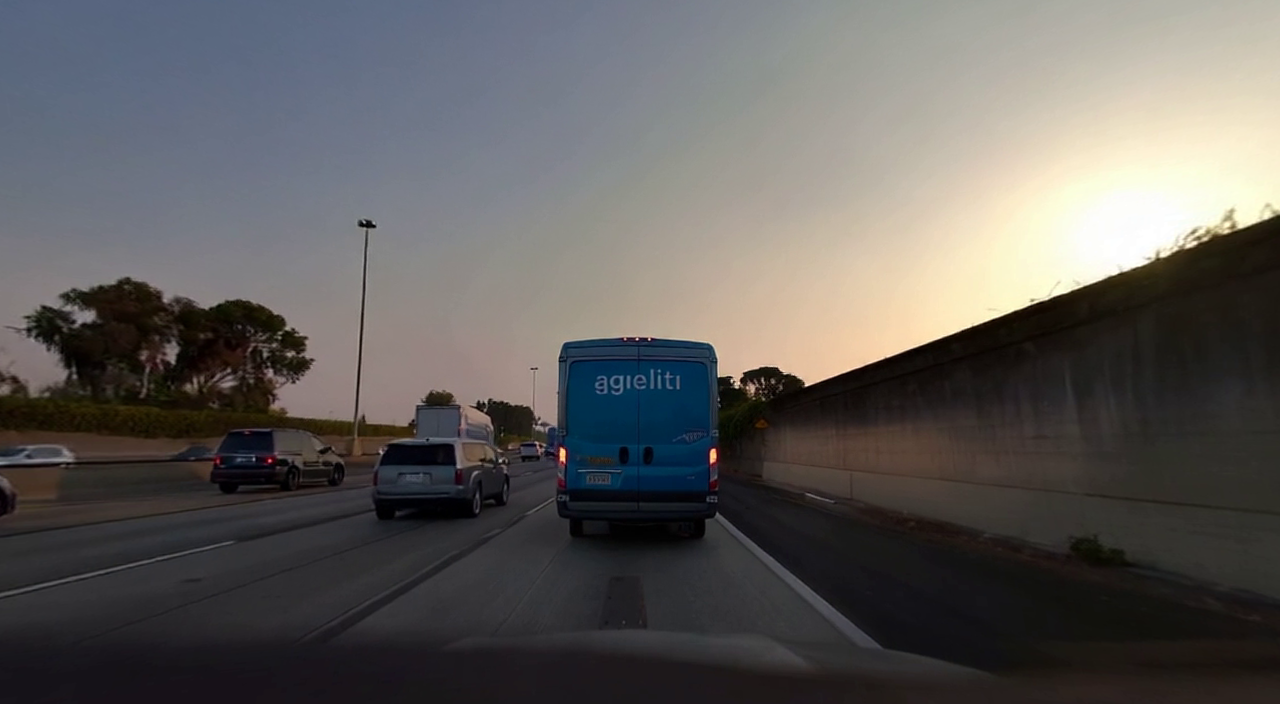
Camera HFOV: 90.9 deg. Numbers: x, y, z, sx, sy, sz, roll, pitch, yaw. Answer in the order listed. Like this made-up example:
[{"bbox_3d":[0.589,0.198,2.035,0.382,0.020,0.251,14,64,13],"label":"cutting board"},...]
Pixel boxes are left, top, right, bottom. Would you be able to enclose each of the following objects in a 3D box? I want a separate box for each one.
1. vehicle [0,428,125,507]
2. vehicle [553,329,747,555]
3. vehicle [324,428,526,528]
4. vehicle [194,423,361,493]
[{"bbox_3d":[-14.428,2.580,14.246,1.812,1.642,4.323,0,-9,1],"label":"vehicle"},{"bbox_3d":[0.158,1.544,10.910,2.316,2.738,6.398,0,-9,1],"label":"vehicle"},{"bbox_3d":[-3.819,2.331,12.303,2.212,1.551,4.658,0,-8,1],"label":"vehicle"},{"bbox_3d":[-10.812,3.212,19.383,2.061,1.846,4.852,0,-8,3],"label":"vehicle"}]
